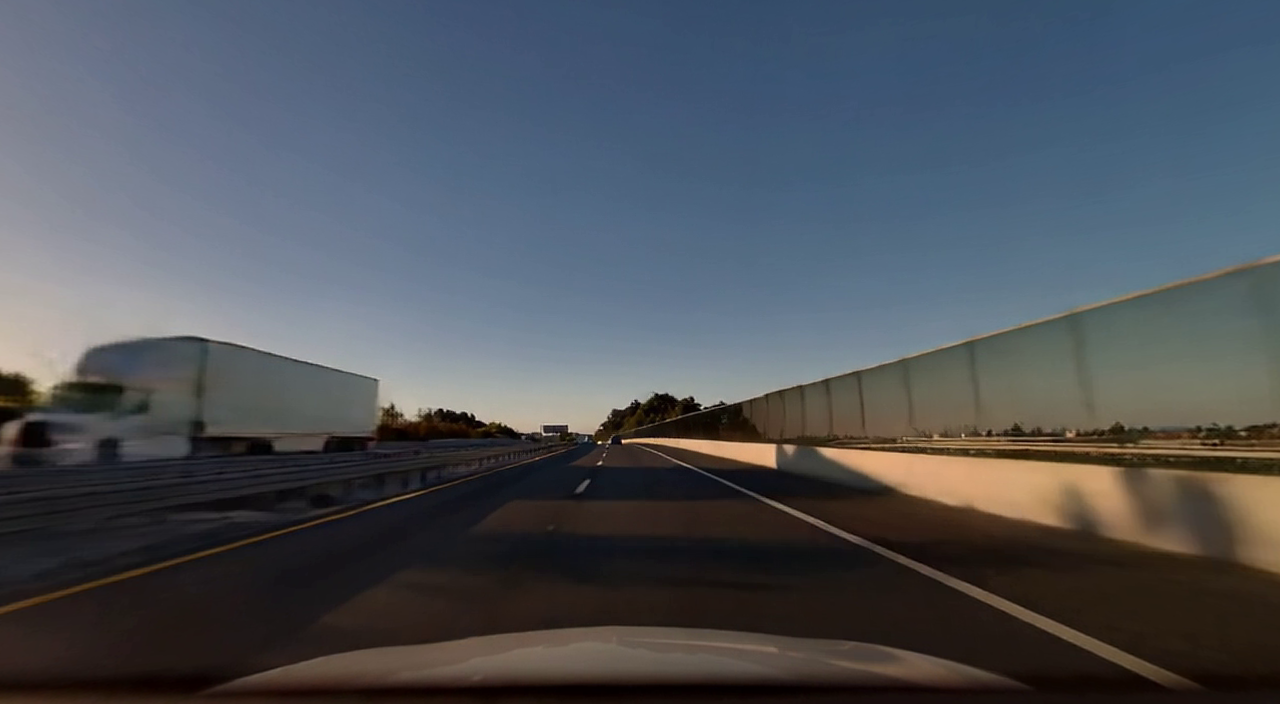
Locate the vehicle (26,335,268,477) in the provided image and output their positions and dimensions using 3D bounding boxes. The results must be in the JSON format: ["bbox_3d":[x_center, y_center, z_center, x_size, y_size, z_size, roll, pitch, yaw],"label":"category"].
[{"bbox_3d":[-15.551,1.899,20.691,3.006,3.965,5.994,0,-8,-2],"label":"vehicle"}]
